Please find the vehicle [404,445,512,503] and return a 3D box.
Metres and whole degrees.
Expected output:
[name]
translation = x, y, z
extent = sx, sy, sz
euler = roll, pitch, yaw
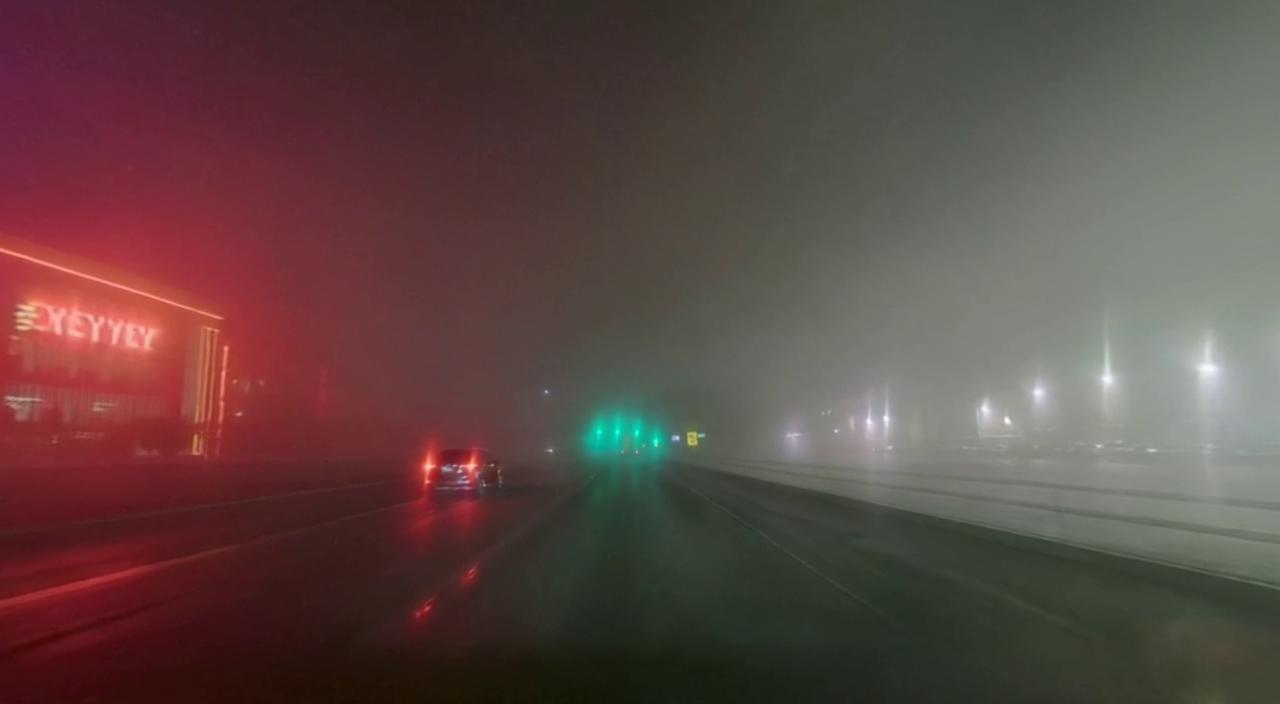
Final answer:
[vehicle]
translation = -5.259, 3.557, 18.861
extent = 1.943, 1.510, 4.201
euler = 0, -9, 0
